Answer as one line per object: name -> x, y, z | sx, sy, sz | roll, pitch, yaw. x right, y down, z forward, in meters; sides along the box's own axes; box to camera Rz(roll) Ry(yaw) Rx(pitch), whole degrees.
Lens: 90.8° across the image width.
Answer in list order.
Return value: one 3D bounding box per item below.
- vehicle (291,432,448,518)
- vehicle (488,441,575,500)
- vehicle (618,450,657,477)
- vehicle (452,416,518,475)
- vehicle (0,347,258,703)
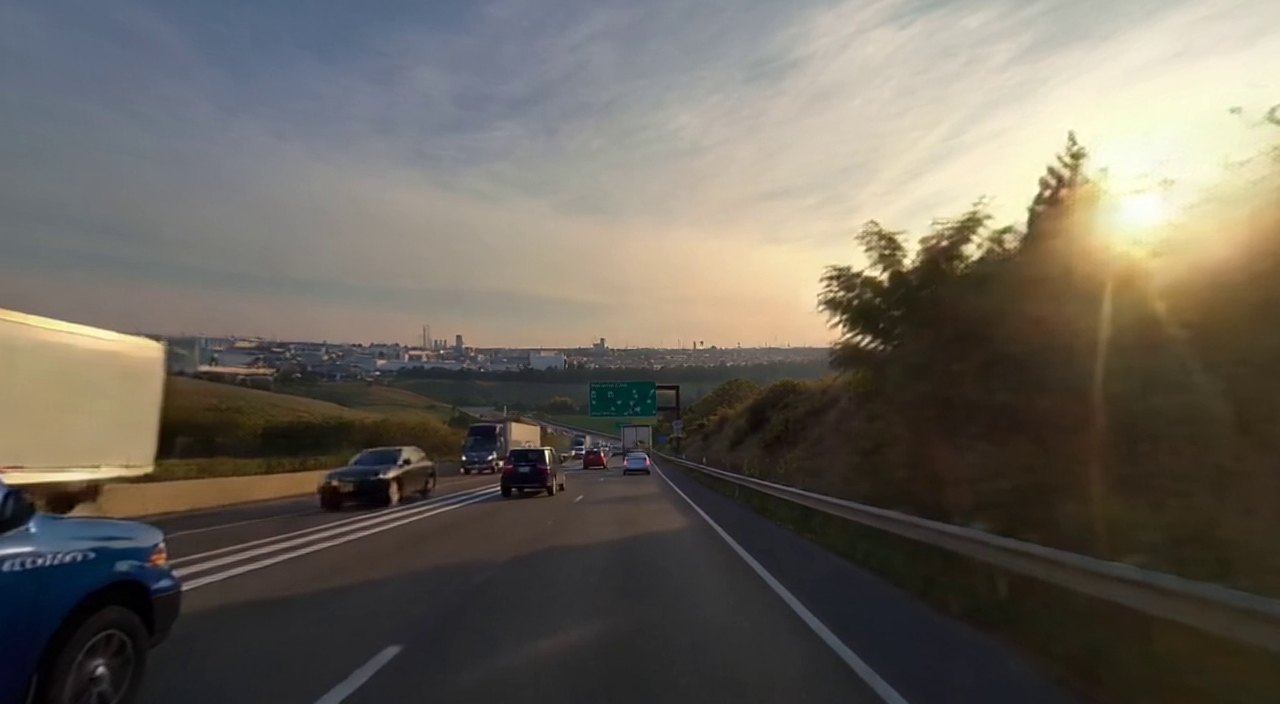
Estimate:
vehicle -> -6.689, 3.070, 16.307 | 1.982, 1.872, 4.578 | 0, -9, 0
vehicle -> -3.228, 3.610, 19.565 | 1.937, 1.600, 4.141 | 0, -9, 0
vehicle -> -0.150, 6.188, 35.258 | 2.095, 1.393, 3.908 | 0, -9, 0
vehicle -> -10.115, 6.204, 41.902 | 2.922, 3.600, 6.110 | 0, -9, -1
vehicle -> -3.176, 0.692, 1.126 | 2.117, 1.688, 4.582 | 0, -9, 0
